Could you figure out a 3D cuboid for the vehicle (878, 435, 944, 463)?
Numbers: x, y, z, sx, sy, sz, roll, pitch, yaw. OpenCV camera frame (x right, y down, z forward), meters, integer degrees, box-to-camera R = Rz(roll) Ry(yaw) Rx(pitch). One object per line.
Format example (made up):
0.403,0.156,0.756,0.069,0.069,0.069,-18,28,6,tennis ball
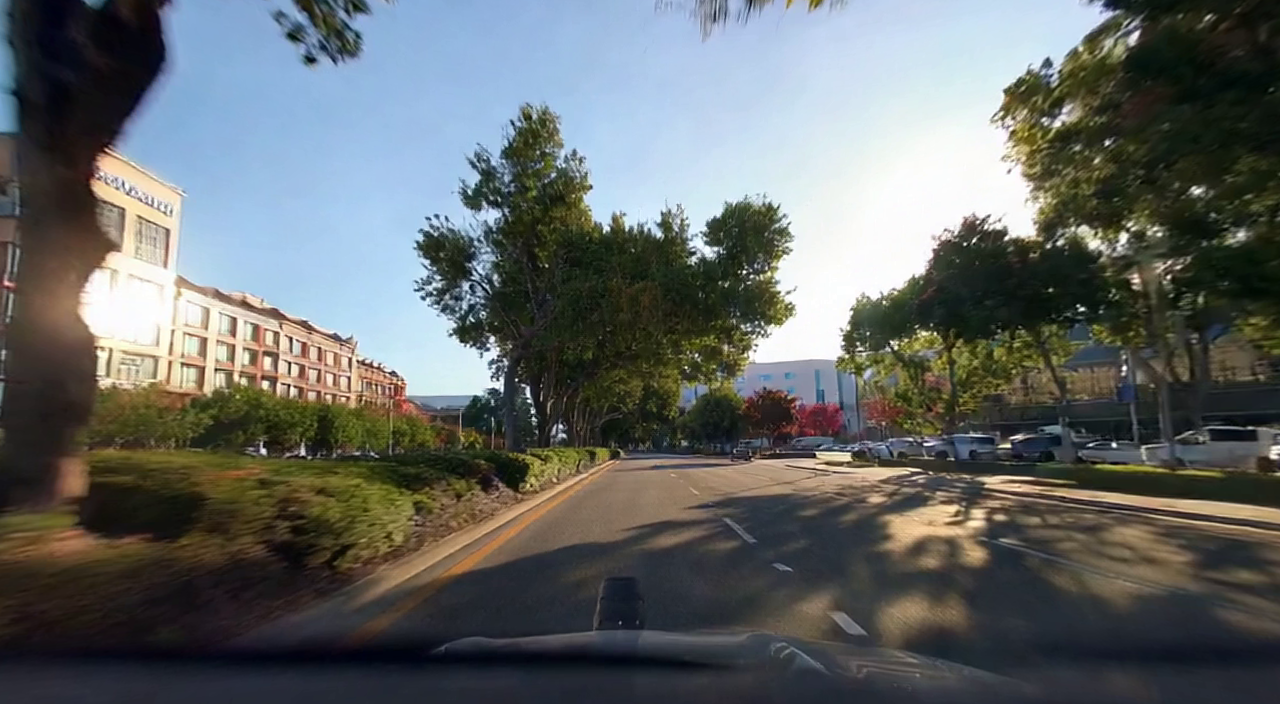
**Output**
19.307,6.974,45.161,2.179,1.767,5.837,-2,-9,0,vehicle

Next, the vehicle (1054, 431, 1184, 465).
24.781,4.986,32.783,2.007,1.611,4.847,5,-10,-29,vehicle

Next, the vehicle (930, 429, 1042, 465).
19.256,5.317,35.375,2.151,1.838,5.534,3,-9,-15,vehicle

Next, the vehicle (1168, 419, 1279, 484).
18.960,2.924,18.580,2.266,1.794,4.985,1,-8,-2,vehicle
